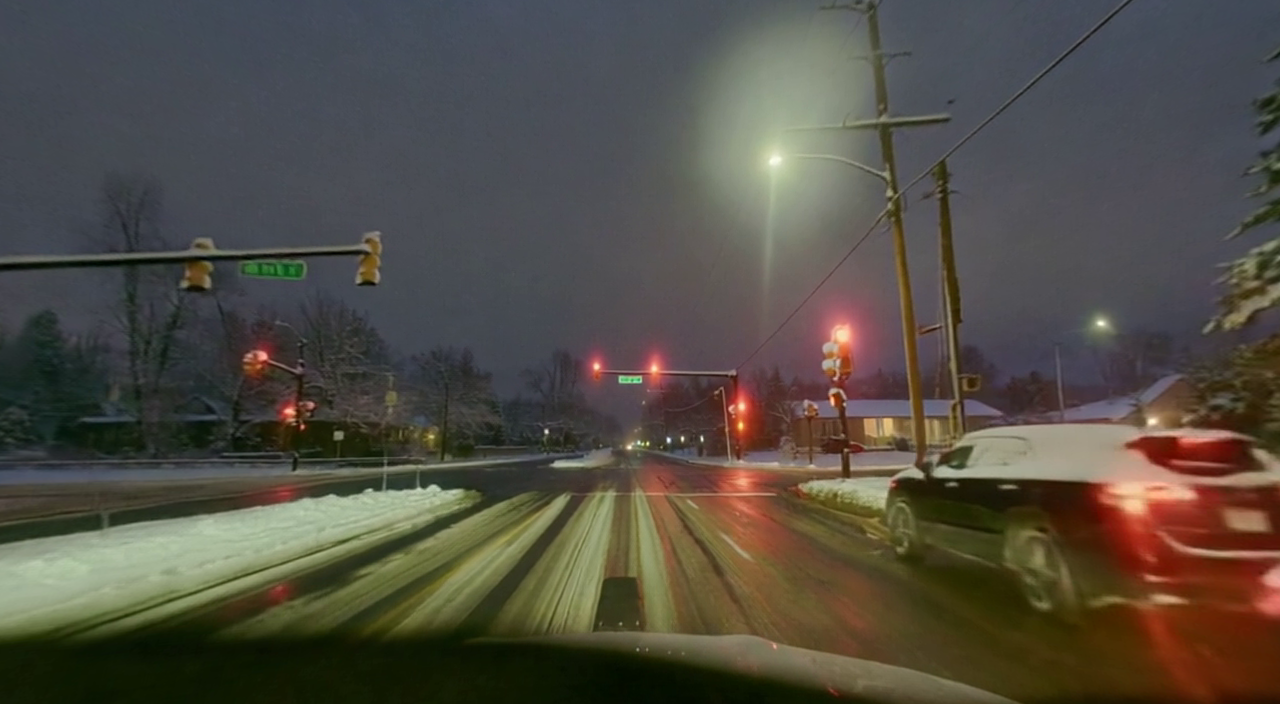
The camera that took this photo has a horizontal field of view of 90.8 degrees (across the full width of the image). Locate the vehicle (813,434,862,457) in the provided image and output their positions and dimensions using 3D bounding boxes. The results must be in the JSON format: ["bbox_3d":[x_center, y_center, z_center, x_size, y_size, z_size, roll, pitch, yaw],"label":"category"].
[{"bbox_3d":[15.009,7.172,48.366,1.959,1.471,4.570,-4,-9,-4],"label":"vehicle"}]

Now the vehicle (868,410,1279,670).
[{"bbox_3d":[4.004,1.436,5.956,1.961,1.497,4.415,0,-9,-1],"label":"vehicle"}]

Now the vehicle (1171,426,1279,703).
[{"bbox_3d":[3.967,0.803,1.238,1.833,1.444,4.589,0,-9,0],"label":"vehicle"}]
